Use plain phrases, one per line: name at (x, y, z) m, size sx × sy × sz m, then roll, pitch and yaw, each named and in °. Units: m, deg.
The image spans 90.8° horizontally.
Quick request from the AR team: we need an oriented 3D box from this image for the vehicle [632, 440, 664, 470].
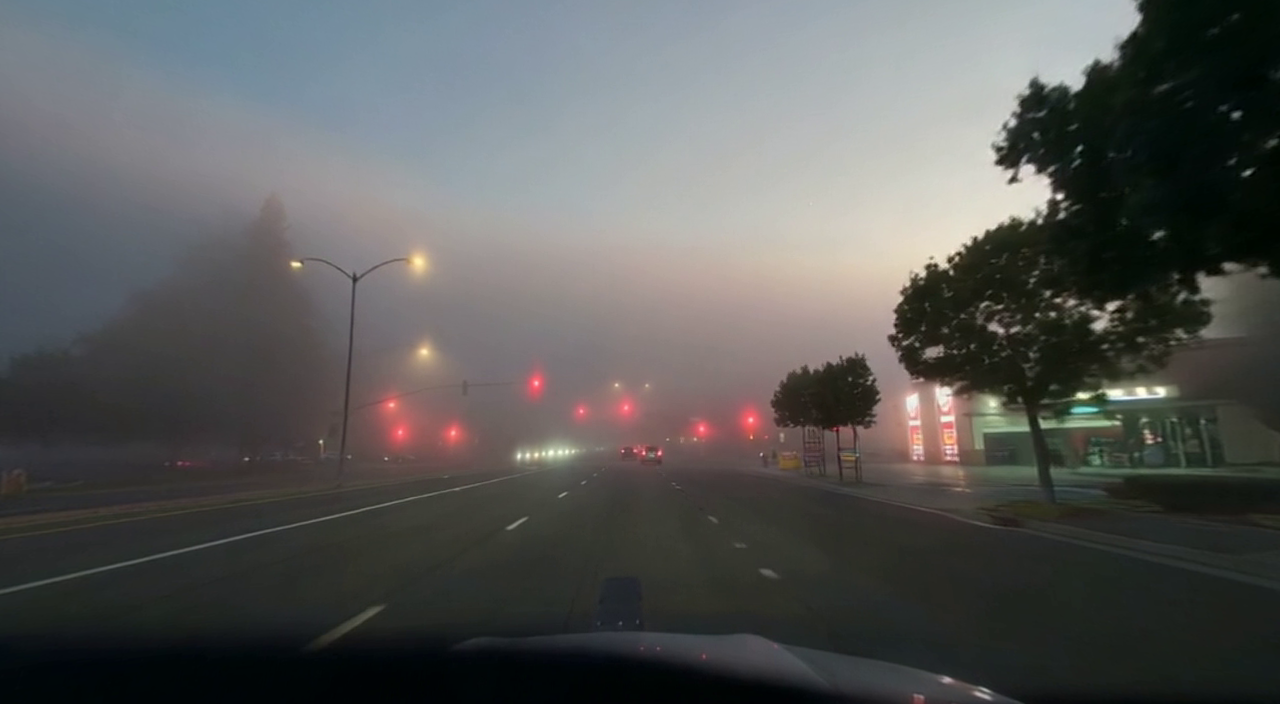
vehicle at (0.622, 7.015, 43.303) m, size 2.096 × 1.961 × 4.259 m, roll 0°, pitch -9°, yaw 2°
